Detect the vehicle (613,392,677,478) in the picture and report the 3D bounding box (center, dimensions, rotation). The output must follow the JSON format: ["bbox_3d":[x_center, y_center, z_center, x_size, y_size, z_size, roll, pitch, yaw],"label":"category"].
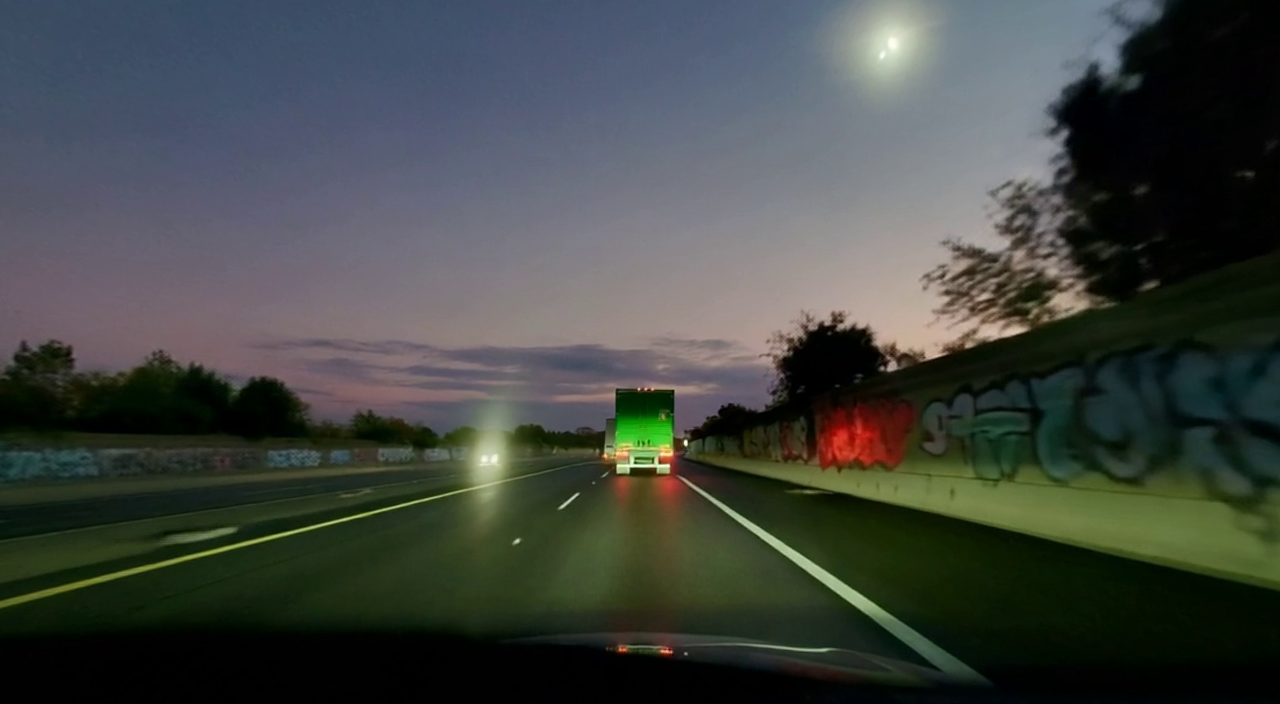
[{"bbox_3d":[0.128,4.600,34.085,2.900,3.955,10.151,0,-9,-1],"label":"vehicle"}]
